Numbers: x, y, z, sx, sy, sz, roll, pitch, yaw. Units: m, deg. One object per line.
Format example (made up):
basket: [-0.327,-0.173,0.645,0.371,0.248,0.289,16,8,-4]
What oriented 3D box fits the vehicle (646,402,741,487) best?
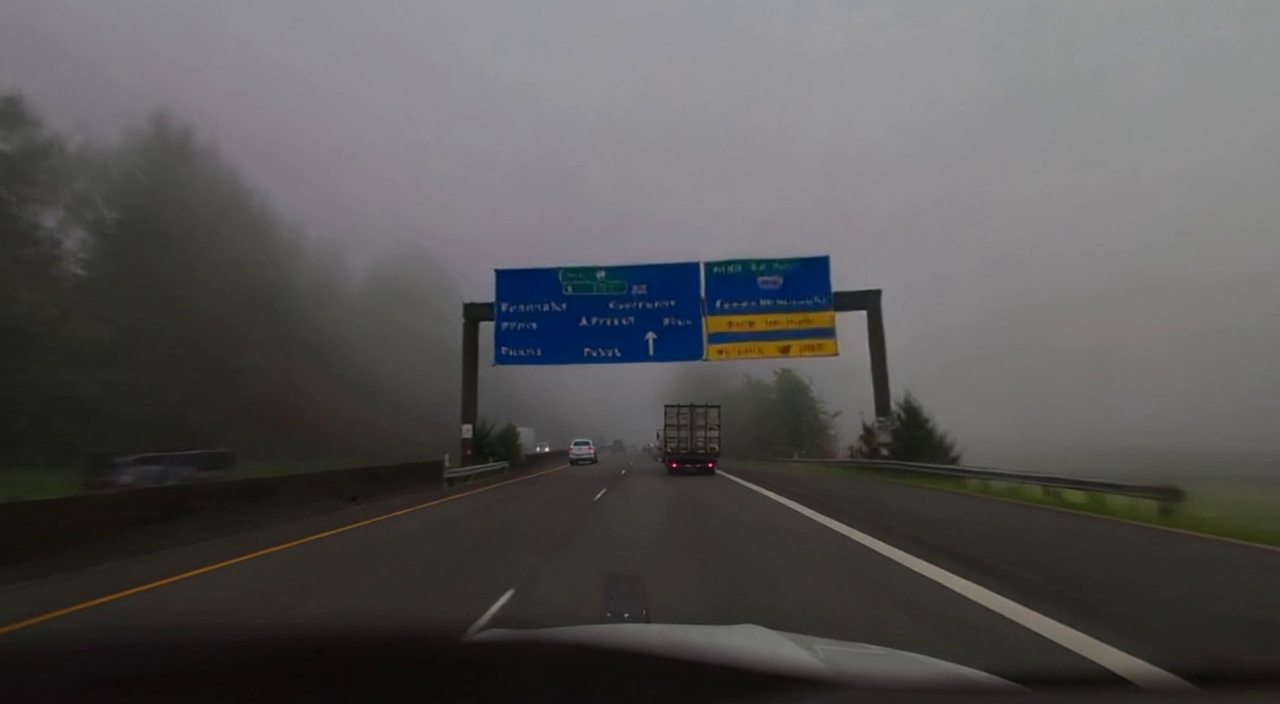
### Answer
vehicle: [1.567,3.114,21.280,2.677,2.439,6.402,0,-8,0]
